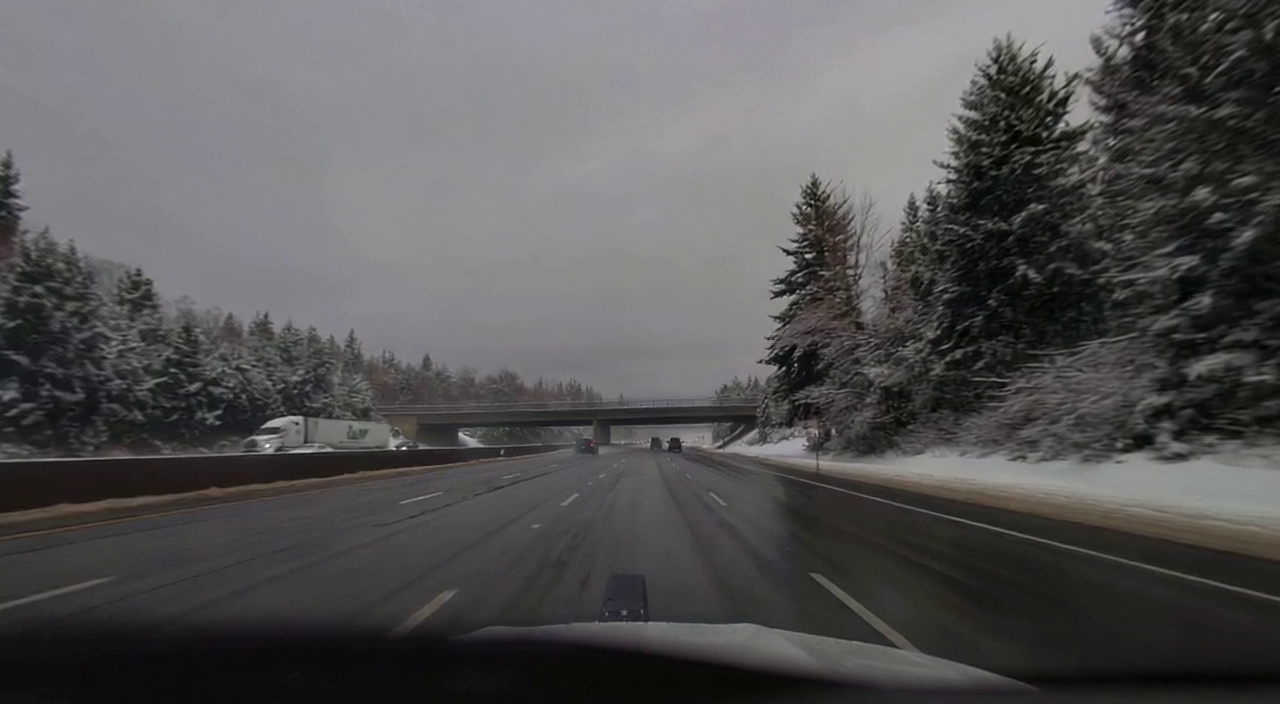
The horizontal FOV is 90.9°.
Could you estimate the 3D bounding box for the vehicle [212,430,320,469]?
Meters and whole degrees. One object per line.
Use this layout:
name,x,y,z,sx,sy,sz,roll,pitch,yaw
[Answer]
vehicle,-24.153,6.352,41.226,2.639,2.330,7.053,0,-9,1
